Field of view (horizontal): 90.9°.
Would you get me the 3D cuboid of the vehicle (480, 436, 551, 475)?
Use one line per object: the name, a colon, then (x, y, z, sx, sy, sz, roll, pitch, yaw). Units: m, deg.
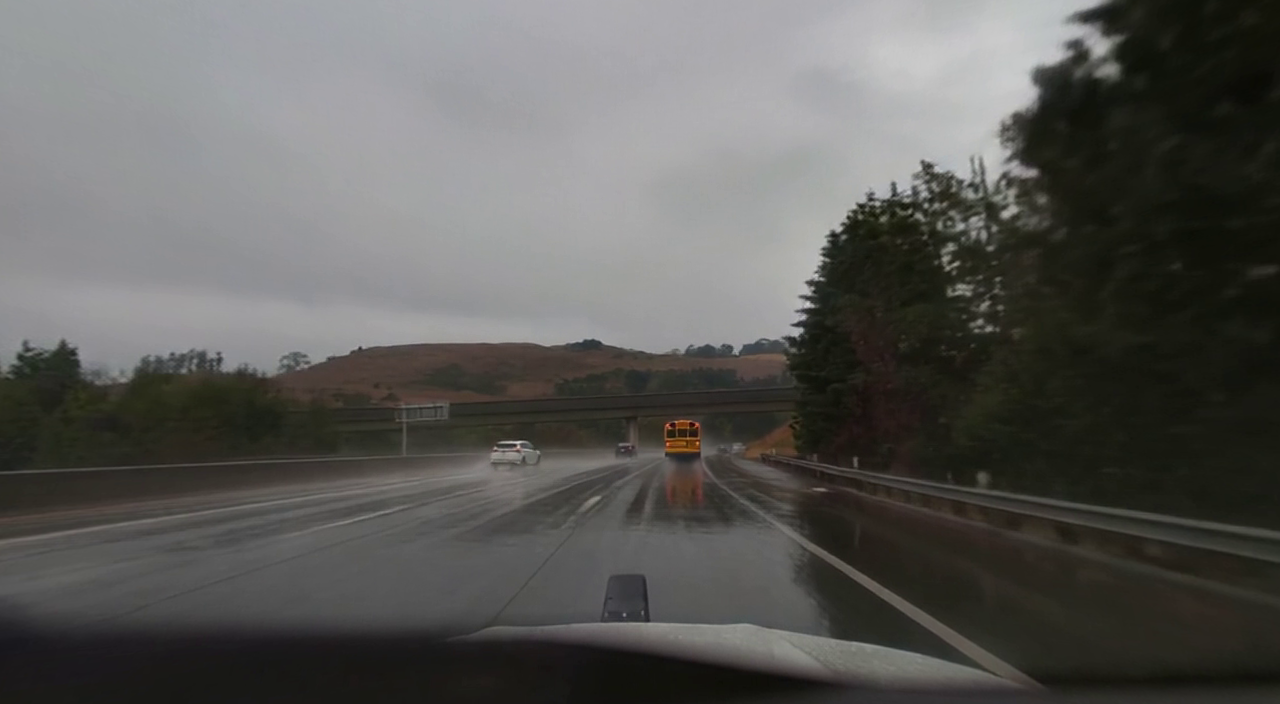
vehicle: (-5.847, 4.924, 30.232, 2.172, 1.689, 4.625, -1, -8, 4)

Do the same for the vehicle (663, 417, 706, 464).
vehicle: (3.579, 6.942, 49.360, 2.945, 3.295, 10.406, -1, -8, 5)
